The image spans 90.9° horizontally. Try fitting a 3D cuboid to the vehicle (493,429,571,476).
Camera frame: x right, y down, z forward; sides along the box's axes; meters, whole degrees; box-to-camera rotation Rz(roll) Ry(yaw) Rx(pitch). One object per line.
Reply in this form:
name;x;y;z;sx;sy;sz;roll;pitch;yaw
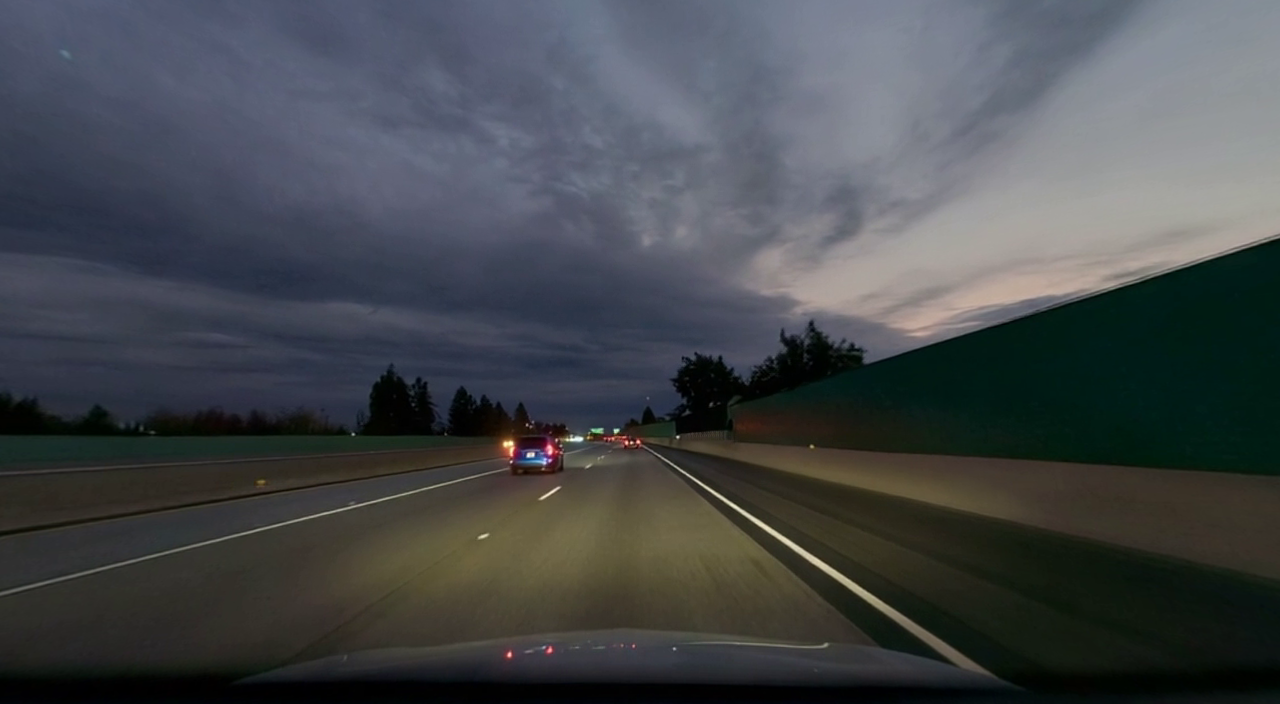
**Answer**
vehicle;-3.873;3.694;23.535;2.072;1.545;4.767;0;-8;0
